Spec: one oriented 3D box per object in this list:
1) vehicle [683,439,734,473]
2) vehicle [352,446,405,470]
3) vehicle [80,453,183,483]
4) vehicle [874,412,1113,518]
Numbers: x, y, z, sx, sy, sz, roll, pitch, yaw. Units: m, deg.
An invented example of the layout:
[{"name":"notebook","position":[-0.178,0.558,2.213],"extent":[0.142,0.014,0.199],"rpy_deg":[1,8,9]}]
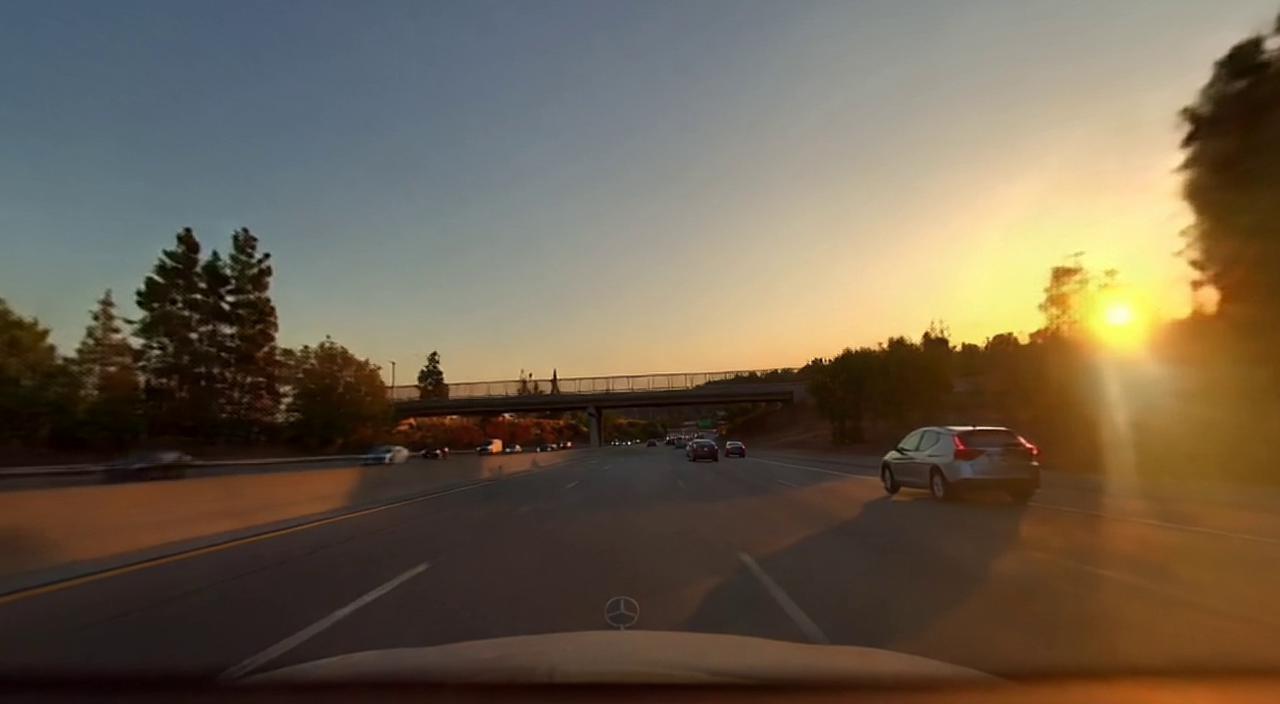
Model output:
[{"name":"vehicle","position":[3.210,4.974,30.338],"extent":[1.981,1.471,4.342],"rpy_deg":[-1,-9,0]},{"name":"vehicle","position":[-19.840,8.063,48.195],"extent":[1.986,1.730,4.558],"rpy_deg":[-1,-9,1]},{"name":"vehicle","position":[-27.710,6.286,34.653],"extent":[1.883,1.471,4.502],"rpy_deg":[-1,-9,0]},{"name":"vehicle","position":[7.035,2.326,13.426],"extent":[2.087,1.806,4.946],"rpy_deg":[0,-9,-1]}]
